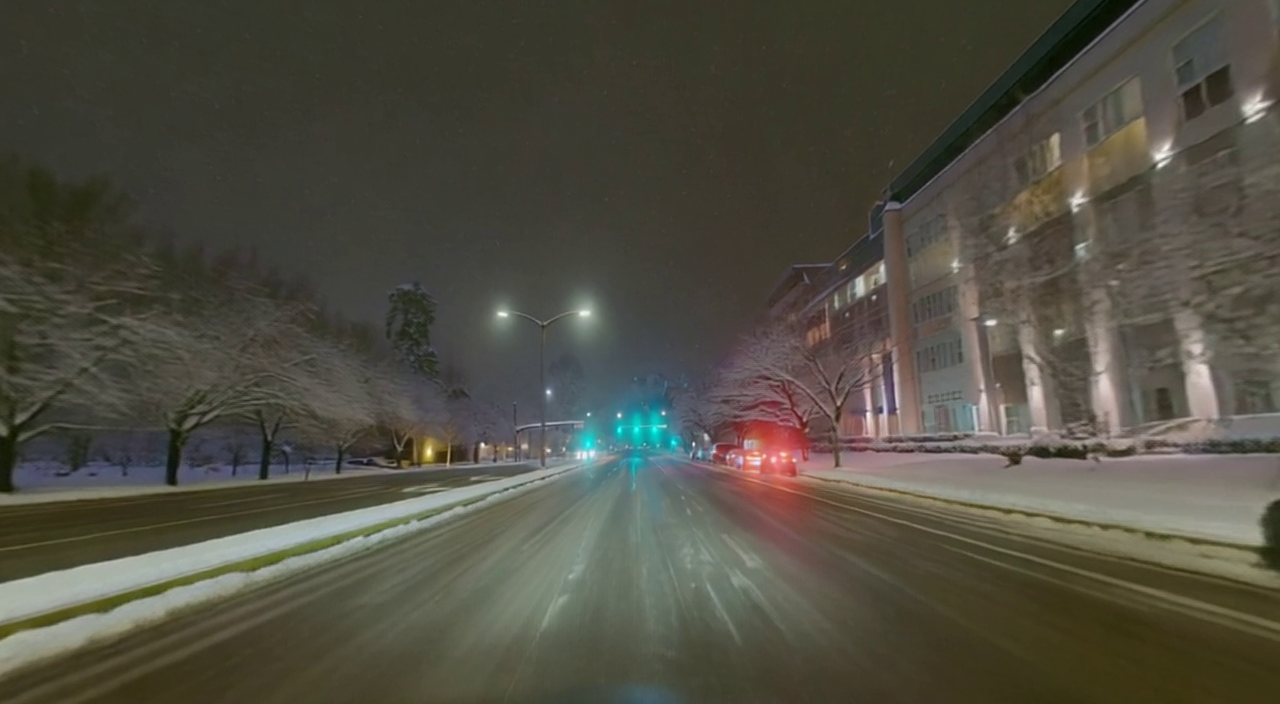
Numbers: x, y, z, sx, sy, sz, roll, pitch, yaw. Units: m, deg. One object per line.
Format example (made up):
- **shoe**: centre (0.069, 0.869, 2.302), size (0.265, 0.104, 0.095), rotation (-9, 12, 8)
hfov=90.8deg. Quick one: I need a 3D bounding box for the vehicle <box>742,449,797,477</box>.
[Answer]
- **vehicle**: centre (7.447, 6.425, 36.792), size (2.066, 1.451, 4.783), rotation (0, -8, -2)
